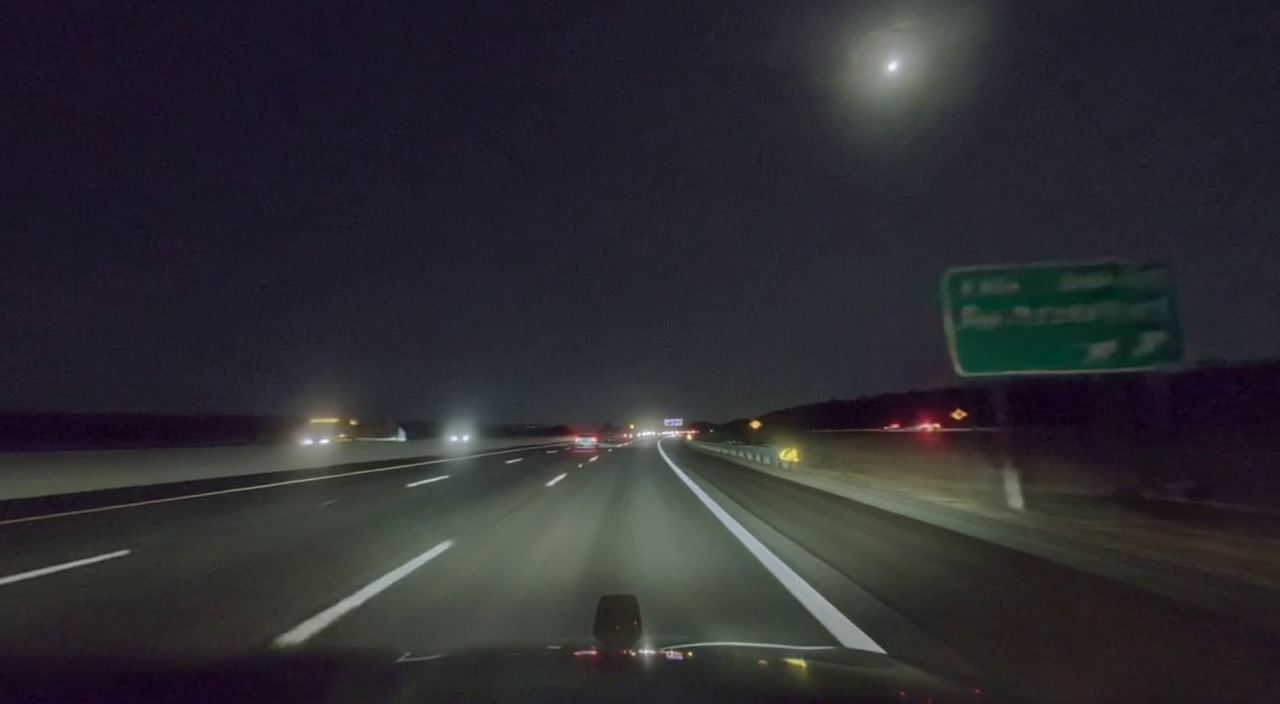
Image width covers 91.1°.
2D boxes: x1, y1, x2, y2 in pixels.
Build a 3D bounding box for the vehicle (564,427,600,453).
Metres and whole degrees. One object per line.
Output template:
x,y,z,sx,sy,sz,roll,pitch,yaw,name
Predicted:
-3.966,6.087,43.477,1.980,1.721,4.419,0,-8,1,vehicle
